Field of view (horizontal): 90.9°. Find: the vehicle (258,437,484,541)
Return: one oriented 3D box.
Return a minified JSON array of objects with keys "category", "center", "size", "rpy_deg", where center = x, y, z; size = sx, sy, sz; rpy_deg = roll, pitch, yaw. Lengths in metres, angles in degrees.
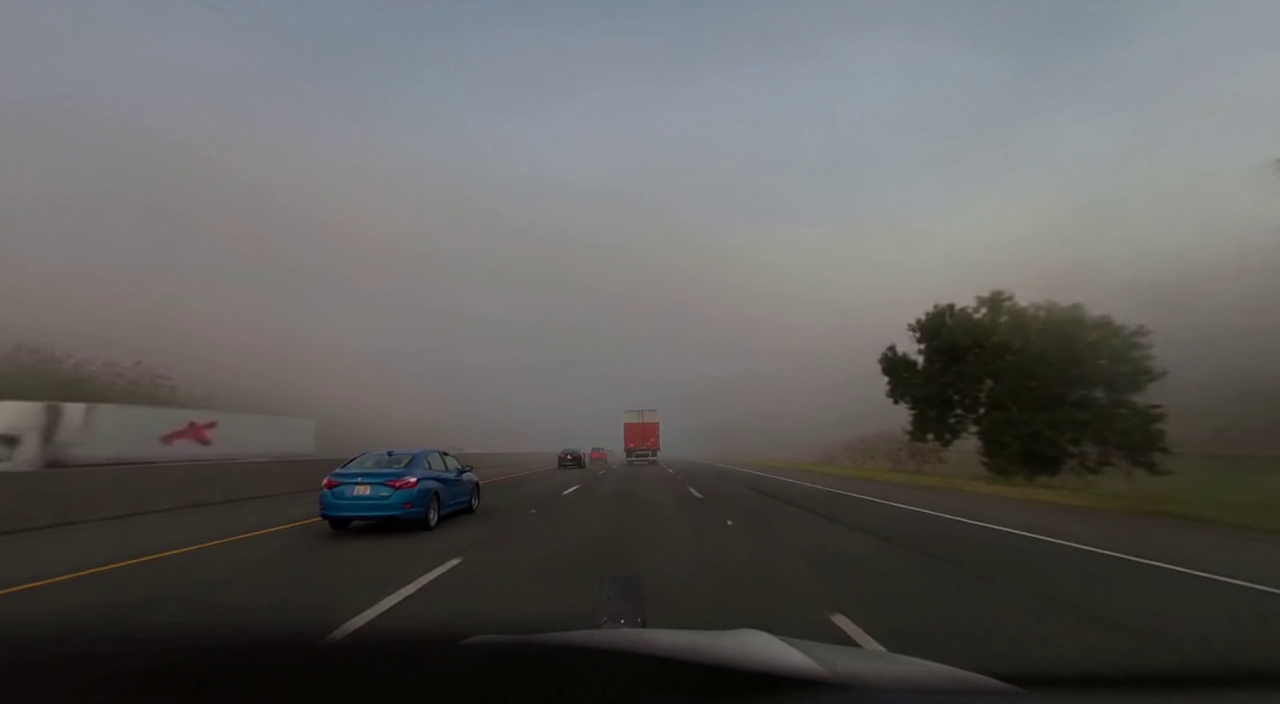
[{"category":"vehicle","center":[-4.372,2.286,11.181],"size":[2.010,1.461,4.391],"rpy_deg":[0,-9,1]}]

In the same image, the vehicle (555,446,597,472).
[{"category":"vehicle","center":[-3.735,6.355,37.467],"size":[1.981,1.435,4.199],"rpy_deg":[0,-9,1]}]

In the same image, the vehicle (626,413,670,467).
[{"category":"vehicle","center":[0.510,6.589,46.839],"size":[2.893,3.628,9.081],"rpy_deg":[0,-9,0]}]
